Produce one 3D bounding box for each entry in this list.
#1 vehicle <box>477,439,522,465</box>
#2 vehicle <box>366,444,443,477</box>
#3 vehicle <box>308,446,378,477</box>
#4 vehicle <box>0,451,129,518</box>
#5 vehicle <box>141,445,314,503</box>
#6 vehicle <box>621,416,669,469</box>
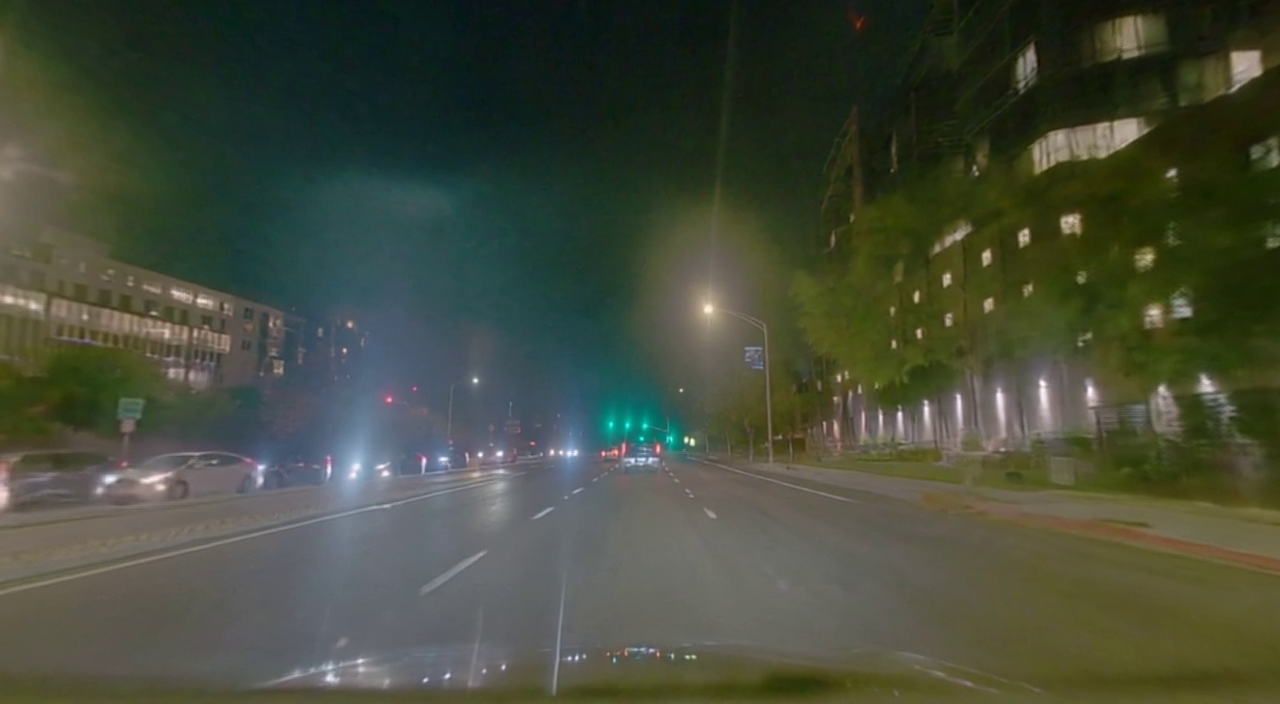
[{"bbox_3d":[-11.017,7.897,49.795,2.155,1.941,4.977,0,-8,3],"label":"vehicle"},{"bbox_3d":[-11.527,5.338,31.247,1.884,1.486,4.566,0,-8,2],"label":"vehicle"},{"bbox_3d":[-18.154,6.694,38.734,1.899,1.727,4.464,0,-8,3],"label":"vehicle"},{"bbox_3d":[-15.382,3.178,15.331,1.853,1.449,4.601,0,-8,3],"label":"vehicle"},{"bbox_3d":[-11.768,3.459,18.447,1.935,1.467,4.451,0,-8,2],"label":"vehicle"},{"bbox_3d":[0.268,6.100,42.506,2.843,3.120,10.422,0,-8,0],"label":"vehicle"}]
